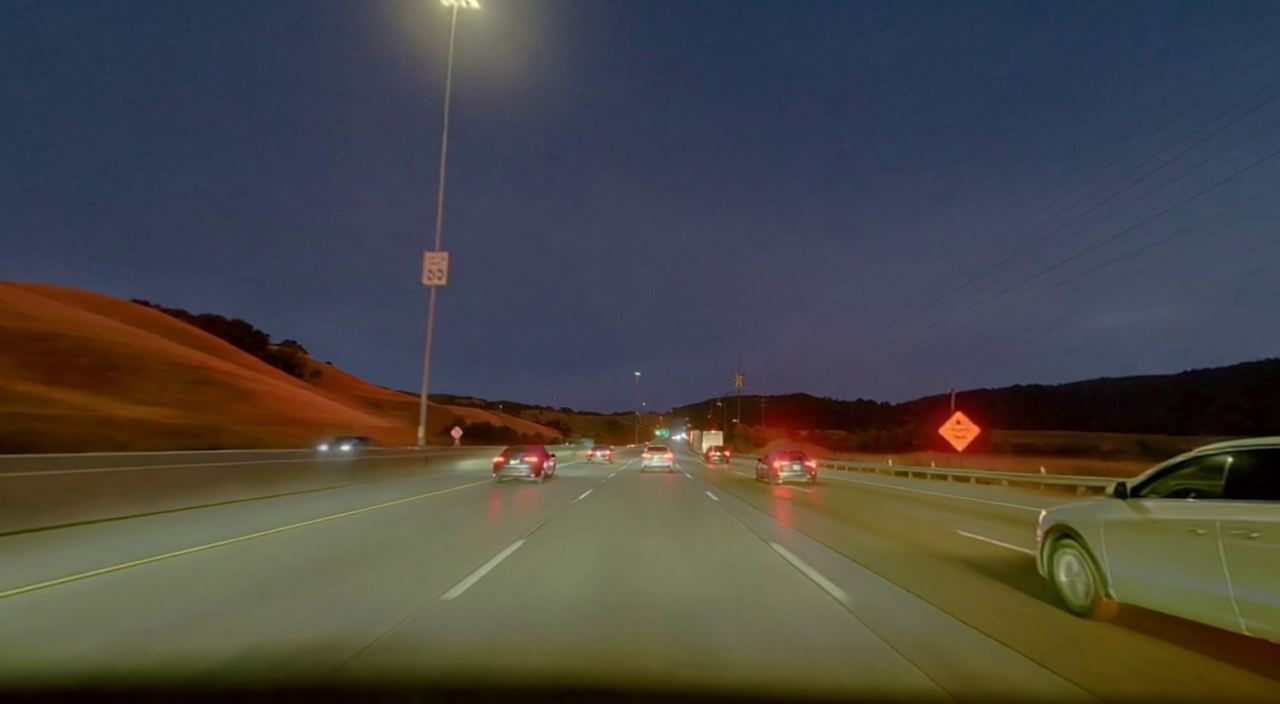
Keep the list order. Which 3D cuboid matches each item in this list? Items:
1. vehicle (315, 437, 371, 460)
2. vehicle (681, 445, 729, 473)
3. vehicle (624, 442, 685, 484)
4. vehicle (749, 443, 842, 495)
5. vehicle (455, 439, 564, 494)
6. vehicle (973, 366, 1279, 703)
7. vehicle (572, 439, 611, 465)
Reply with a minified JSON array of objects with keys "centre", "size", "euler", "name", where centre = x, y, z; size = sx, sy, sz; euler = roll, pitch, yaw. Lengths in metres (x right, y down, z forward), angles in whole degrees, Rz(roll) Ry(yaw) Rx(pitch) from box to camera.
[{"centre":[-21.244,6.915,45.306],"size":[1.976,1.559,3.997],"euler":[-1,-8,2],"name":"vehicle"},{"centre":[3.544,5.953,35.313],"size":[2.177,1.453,4.205],"euler":[0,-8,-1],"name":"vehicle"},{"centre":[0.537,4.268,24.606],"size":[2.138,1.473,4.392],"euler":[0,-8,1],"name":"vehicle"},{"centre":[4.857,3.691,20.329],"size":[1.867,1.465,4.093],"euler":[0,-8,-1],"name":"vehicle"},{"centre":[-3.698,3.343,18.774],"size":[2.232,1.438,4.163],"euler":[-1,-8,2],"name":"vehicle"},{"centre":[3.851,0.924,2.965],"size":[2.018,1.670,4.658],"euler":[0,-8,0],"name":"vehicle"},{"centre":[-3.275,6.897,43.537],"size":[2.234,1.675,4.527],"euler":[-1,-8,1],"name":"vehicle"}]
